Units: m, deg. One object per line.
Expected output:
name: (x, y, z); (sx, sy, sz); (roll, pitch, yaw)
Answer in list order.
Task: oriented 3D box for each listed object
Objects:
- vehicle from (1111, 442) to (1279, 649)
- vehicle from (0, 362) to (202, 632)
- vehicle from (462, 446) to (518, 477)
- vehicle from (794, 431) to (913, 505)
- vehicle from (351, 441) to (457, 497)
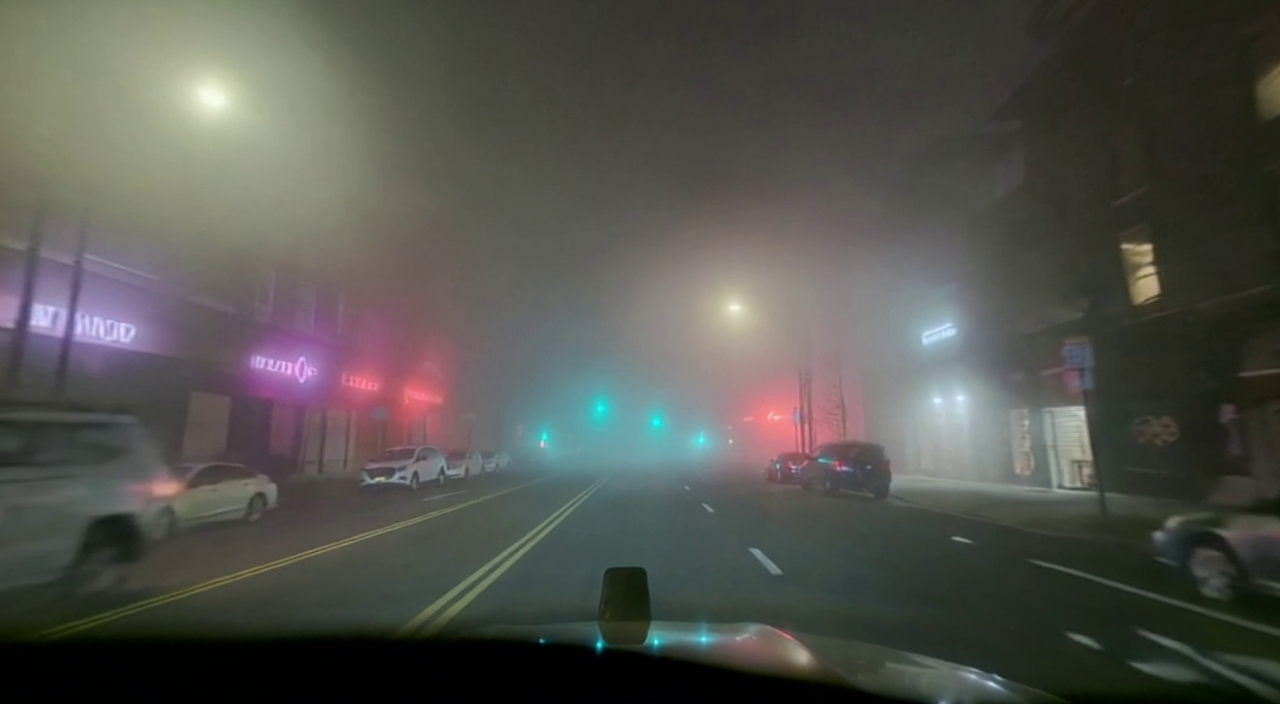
vehicle: (5.626, 1.262, 3.687); (2.032, 1.466, 4.660); (0, -8, -2)
vehicle: (-5.759, 0.976, 4.025); (2.203, 1.937, 5.133); (0, -8, 0)
vehicle: (-8.626, 6.311, 36.675); (1.961, 1.627, 4.634); (-1, -8, 2)
vehicle: (6.016, 3.296, 18.409); (1.922, 1.871, 4.477); (0, -8, 1)
vehicle: (-8.762, 4.341, 23.959); (2.140, 1.861, 4.801); (-1, -8, 1)
